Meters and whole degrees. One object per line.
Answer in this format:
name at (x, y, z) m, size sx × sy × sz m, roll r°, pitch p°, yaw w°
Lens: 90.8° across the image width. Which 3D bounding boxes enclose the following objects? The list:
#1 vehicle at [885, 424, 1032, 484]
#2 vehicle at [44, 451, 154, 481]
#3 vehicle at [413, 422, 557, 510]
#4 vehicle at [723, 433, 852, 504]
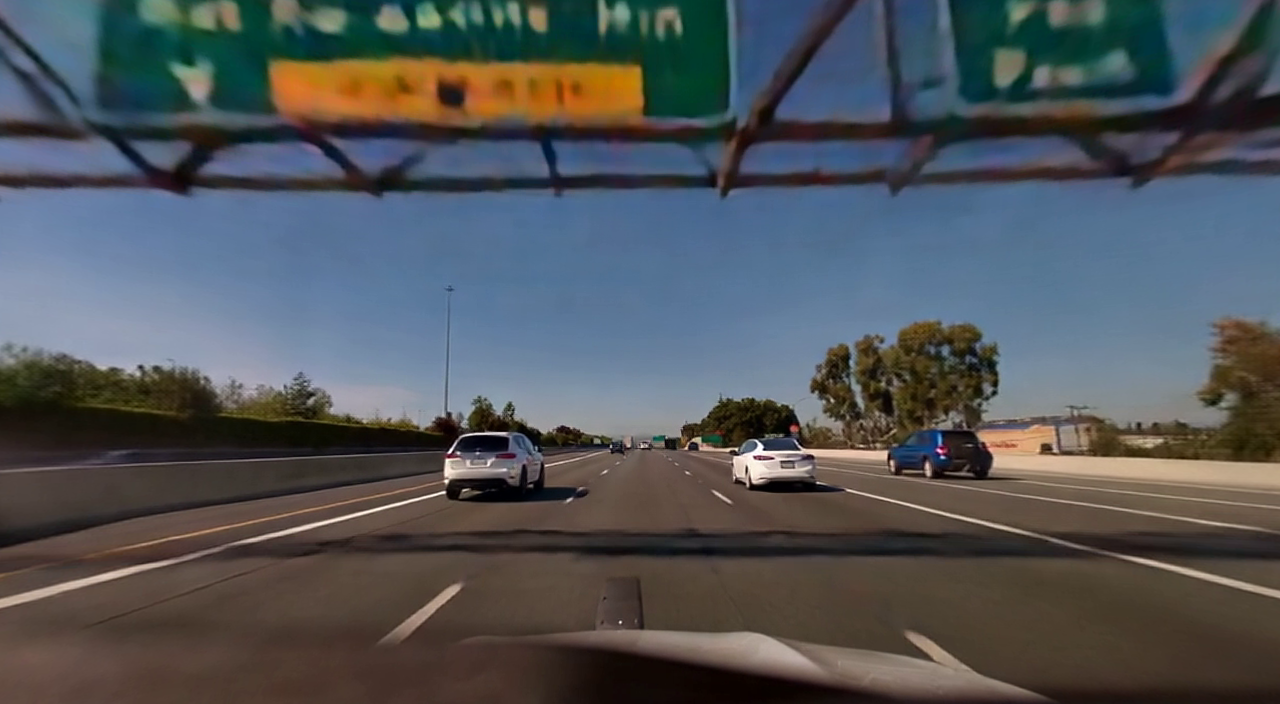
vehicle at (11.171, 3.637, 22.801) m, size 2.223 × 1.865 × 5.704 m, roll 0°, pitch -8°, yaw -1°
vehicle at (-30.465, 6.403, 35.792) m, size 1.868 × 1.496 × 4.875 m, roll 0°, pitch -8°, yaw 0°
vehicle at (-3.407, 2.613, 14.928) m, size 2.193 × 1.746 × 4.512 m, roll 0°, pitch -8°, yaw 1°
vehicle at (3.603, 2.944, 16.497) m, size 2.107 × 1.550 × 4.949 m, roll 0°, pitch -8°, yaw -1°
